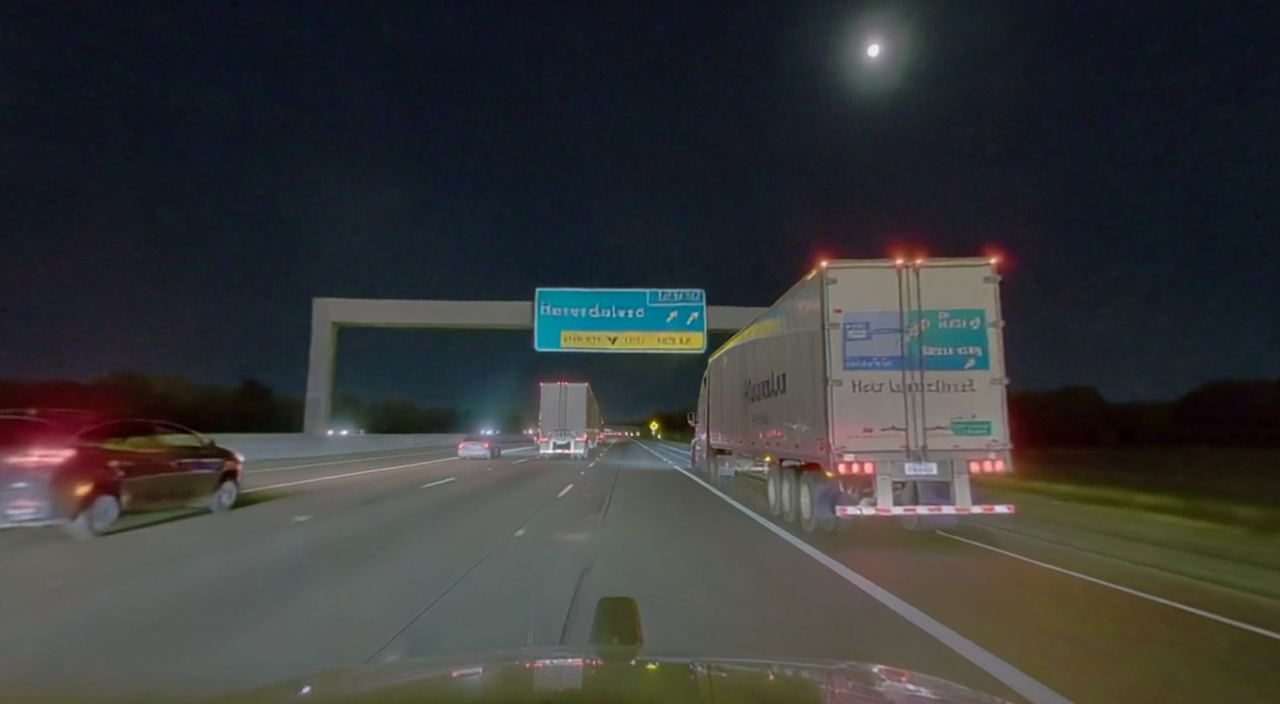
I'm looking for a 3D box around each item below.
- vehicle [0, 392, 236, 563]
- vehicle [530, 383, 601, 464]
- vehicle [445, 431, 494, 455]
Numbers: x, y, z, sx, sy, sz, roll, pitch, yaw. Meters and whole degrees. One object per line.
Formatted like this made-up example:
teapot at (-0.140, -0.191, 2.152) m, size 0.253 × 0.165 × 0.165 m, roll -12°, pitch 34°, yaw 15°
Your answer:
vehicle at (-7.430, 1.440, 7.704) m, size 2.075 × 1.691 × 4.431 m, roll 0°, pitch -8°, yaw -2°
vehicle at (-4.073, 4.385, 37.321) m, size 3.002 × 3.987 × 12.477 m, roll 0°, pitch -8°, yaw -1°
vehicle at (-11.883, 6.354, 44.069) m, size 2.138 × 1.531 × 4.864 m, roll 0°, pitch -8°, yaw -1°
